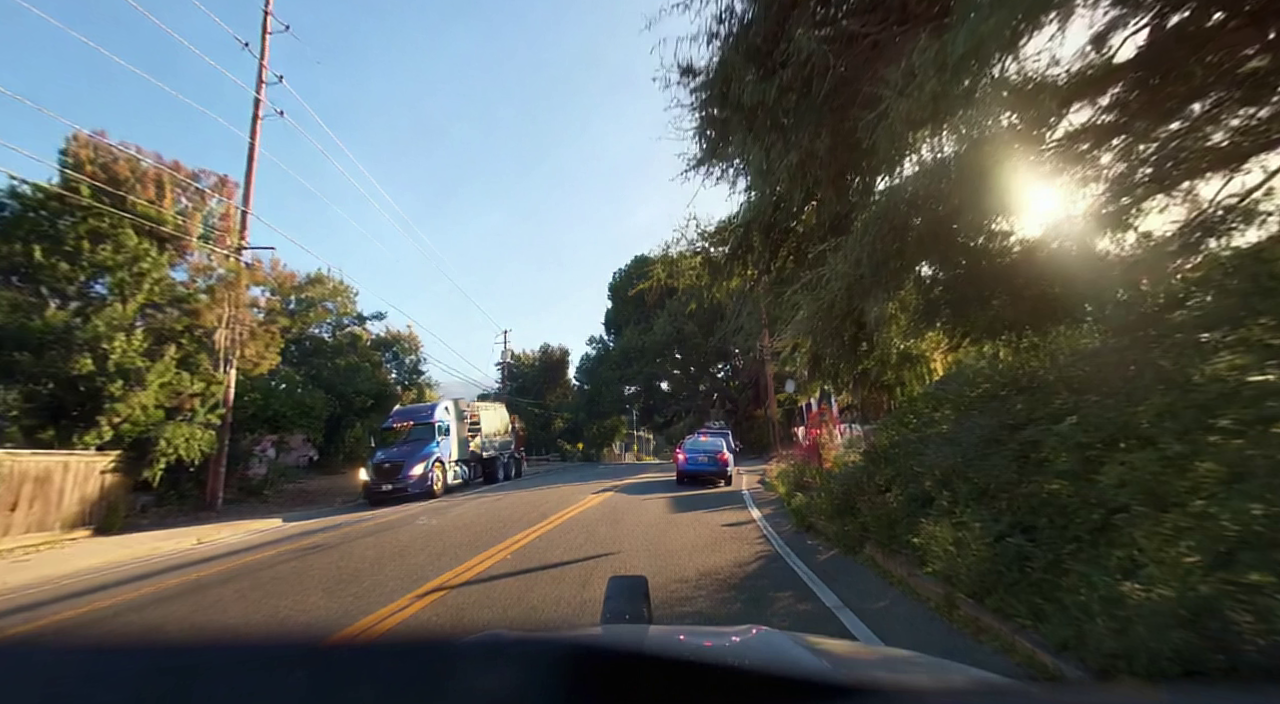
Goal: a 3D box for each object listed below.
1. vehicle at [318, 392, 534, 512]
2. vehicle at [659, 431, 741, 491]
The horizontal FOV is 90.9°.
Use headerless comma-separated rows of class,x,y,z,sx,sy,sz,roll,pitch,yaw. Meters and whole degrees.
vehicle,-6.868,3.204,21.840,3.395,3.071,7.634,-8,-6,12
vehicle,1.780,3.052,17.936,2.081,1.503,3.726,-1,-9,8
